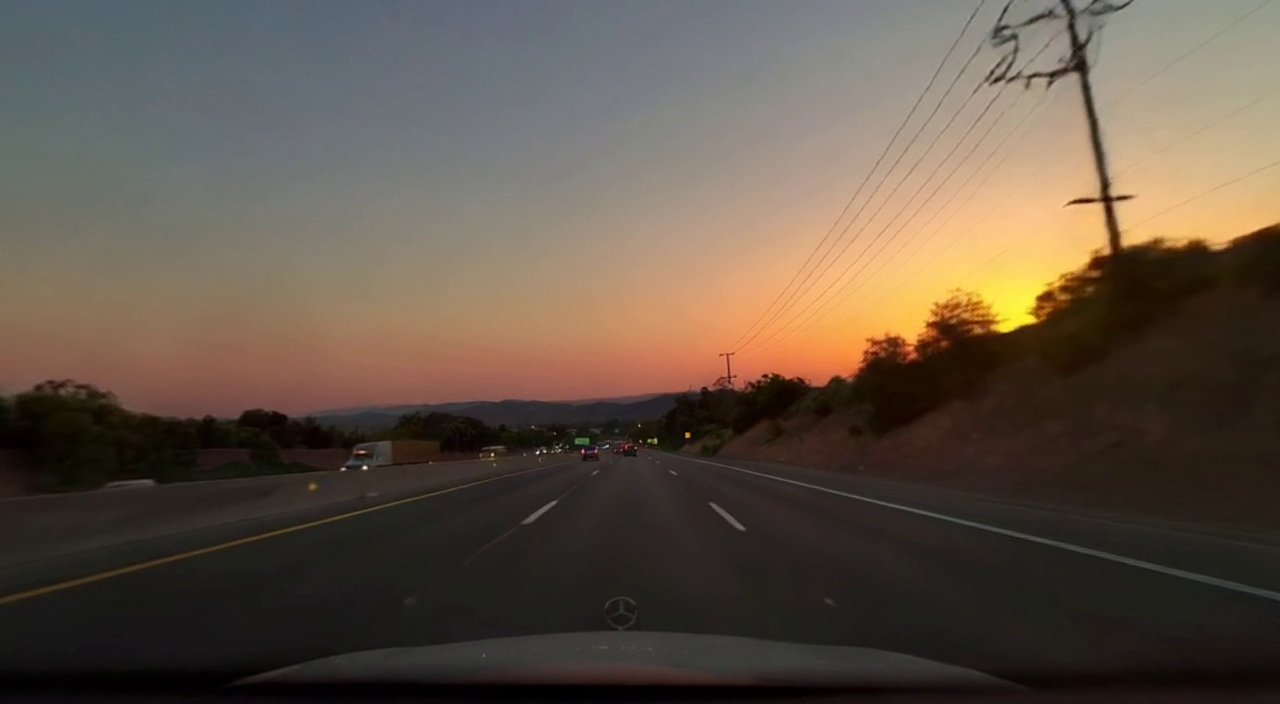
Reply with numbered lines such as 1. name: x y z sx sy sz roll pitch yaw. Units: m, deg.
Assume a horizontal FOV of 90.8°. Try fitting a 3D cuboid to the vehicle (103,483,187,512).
1. vehicle: -33.493 9.827 42.899 1.878 1.527 4.770 0 -8 -1
